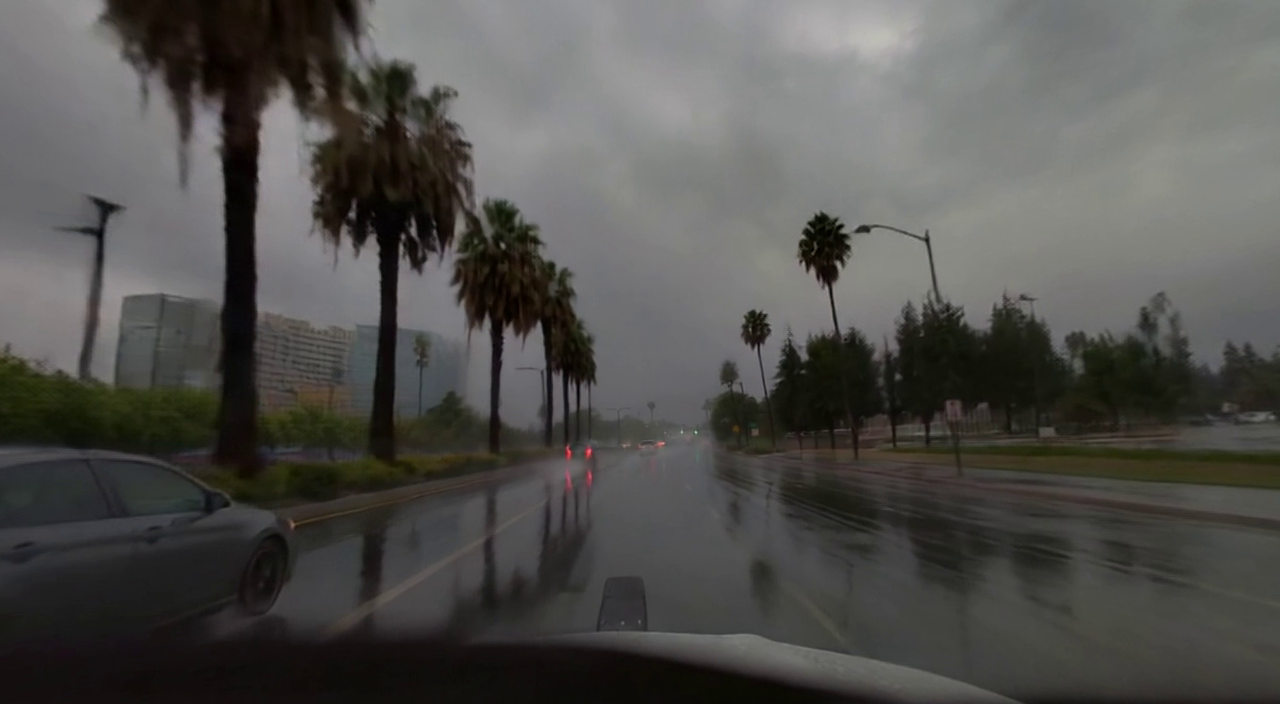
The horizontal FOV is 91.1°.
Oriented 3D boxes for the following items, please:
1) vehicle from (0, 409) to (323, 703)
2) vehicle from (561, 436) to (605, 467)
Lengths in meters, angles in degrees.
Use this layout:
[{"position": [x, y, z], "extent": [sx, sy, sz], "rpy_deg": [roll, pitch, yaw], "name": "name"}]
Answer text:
[{"position": [-3.670, 1.008, 2.756], "extent": [2.036, 1.478, 4.771], "rpy_deg": [0, -8, 0], "name": "vehicle"}, {"position": [-3.569, 6.336, 40.216], "extent": [2.188, 1.819, 4.667], "rpy_deg": [-1, -8, 3], "name": "vehicle"}]
